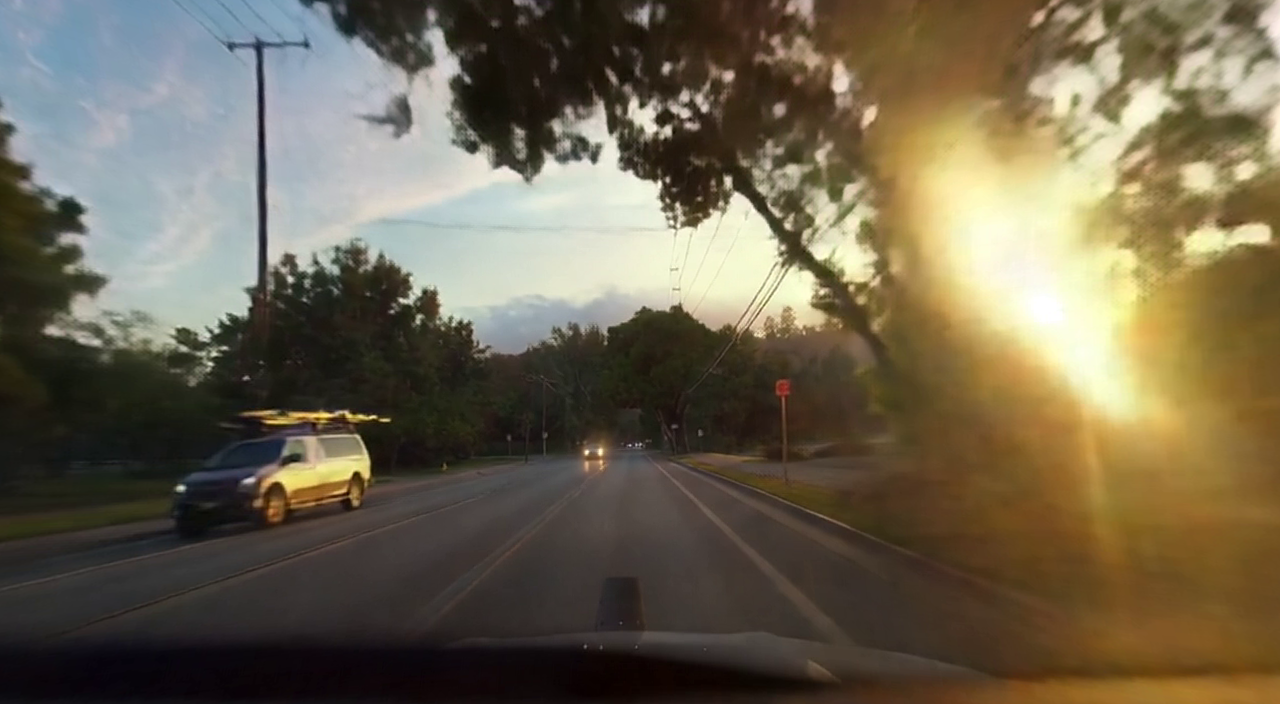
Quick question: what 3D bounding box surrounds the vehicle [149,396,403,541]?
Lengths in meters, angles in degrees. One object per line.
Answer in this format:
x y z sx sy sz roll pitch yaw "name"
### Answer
-8.102 2.616 15.152 2.351 2.696 6.106 -1 -8 1 "vehicle"
